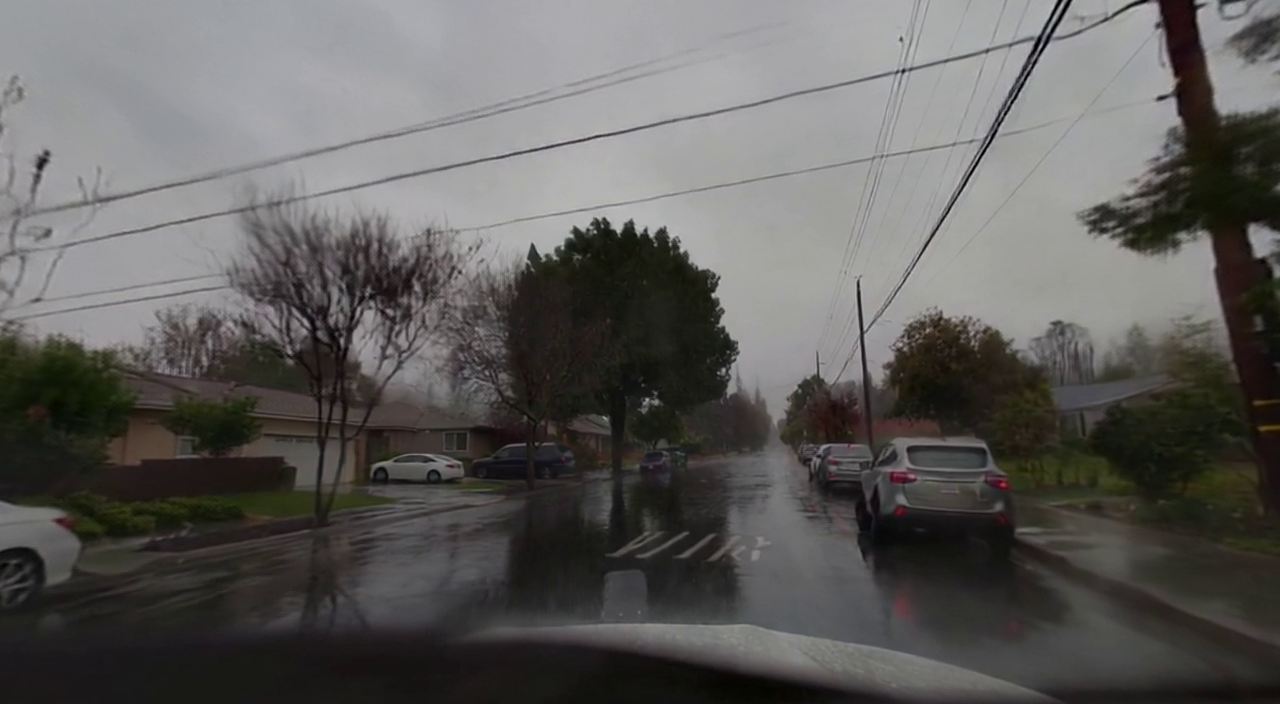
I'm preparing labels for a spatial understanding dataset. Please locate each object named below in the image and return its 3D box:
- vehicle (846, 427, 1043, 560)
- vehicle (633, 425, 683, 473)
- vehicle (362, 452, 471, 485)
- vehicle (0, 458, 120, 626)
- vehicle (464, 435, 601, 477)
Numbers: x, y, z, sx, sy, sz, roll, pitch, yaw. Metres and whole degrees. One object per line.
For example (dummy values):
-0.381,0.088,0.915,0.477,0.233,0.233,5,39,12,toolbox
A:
4.203,1.942,9.304,1.908,1.572,3.105,-2,-9,13,vehicle
1.282,6.414,41.855,2.199,2.902,5.848,-2,-9,12,vehicle
-10.362,5.386,29.443,4.481,1.420,1.712,-2,-9,10,vehicle
-6.971,1.556,4.611,1.968,1.449,4.502,-2,-9,14,vehicle
-5.488,5.342,32.577,6.488,2.009,2.354,-2,-9,13,vehicle
